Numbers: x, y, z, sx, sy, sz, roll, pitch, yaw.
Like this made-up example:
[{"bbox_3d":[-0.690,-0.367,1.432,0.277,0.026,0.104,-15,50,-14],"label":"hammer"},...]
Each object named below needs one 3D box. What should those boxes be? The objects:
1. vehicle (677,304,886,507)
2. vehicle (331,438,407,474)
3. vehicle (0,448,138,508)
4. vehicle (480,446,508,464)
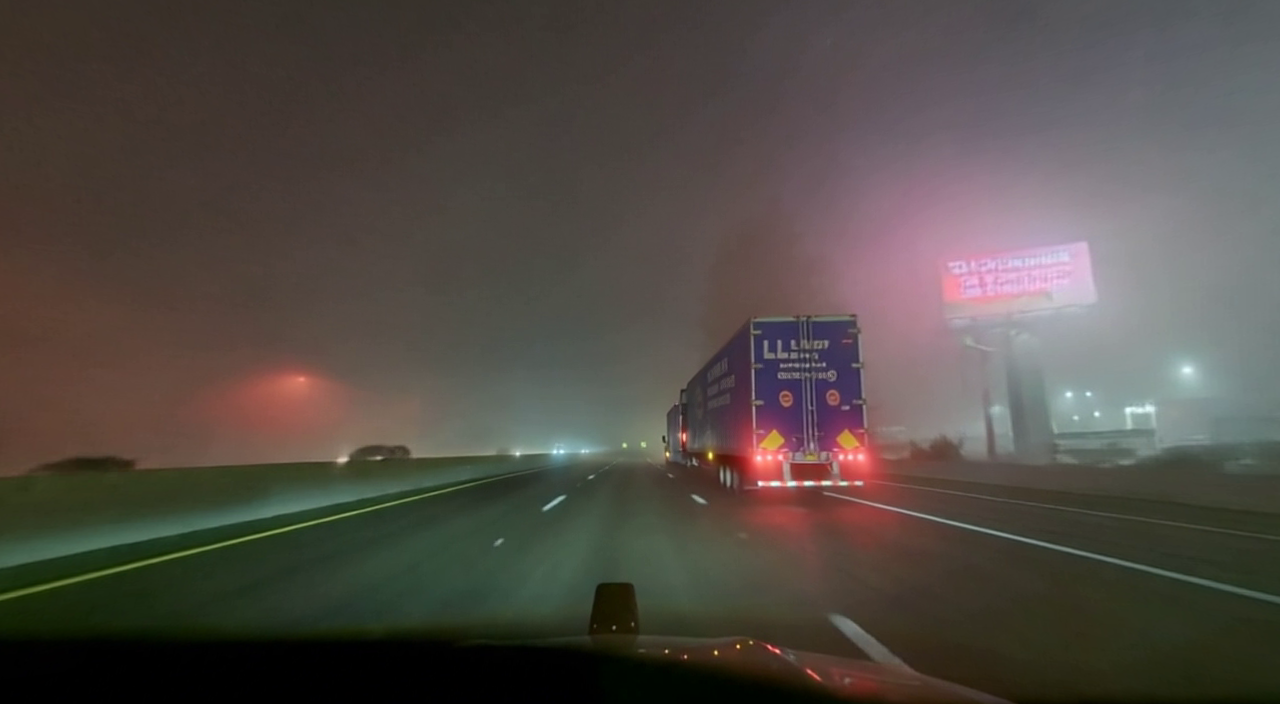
[{"bbox_3d":[3.534,2.392,22.183,2.891,4.387,17.121,0,-9,-2],"label":"vehicle"},{"bbox_3d":[-11.183,4.310,26.304,1.679,1.408,3.364,0,-9,0],"label":"vehicle"},{"bbox_3d":[-14.796,3.100,15.934,1.548,1.334,3.245,0,-9,0],"label":"vehicle"},{"bbox_3d":[-11.322,8.013,49.146,1.452,1.311,3.176,0,-9,0],"label":"vehicle"}]
